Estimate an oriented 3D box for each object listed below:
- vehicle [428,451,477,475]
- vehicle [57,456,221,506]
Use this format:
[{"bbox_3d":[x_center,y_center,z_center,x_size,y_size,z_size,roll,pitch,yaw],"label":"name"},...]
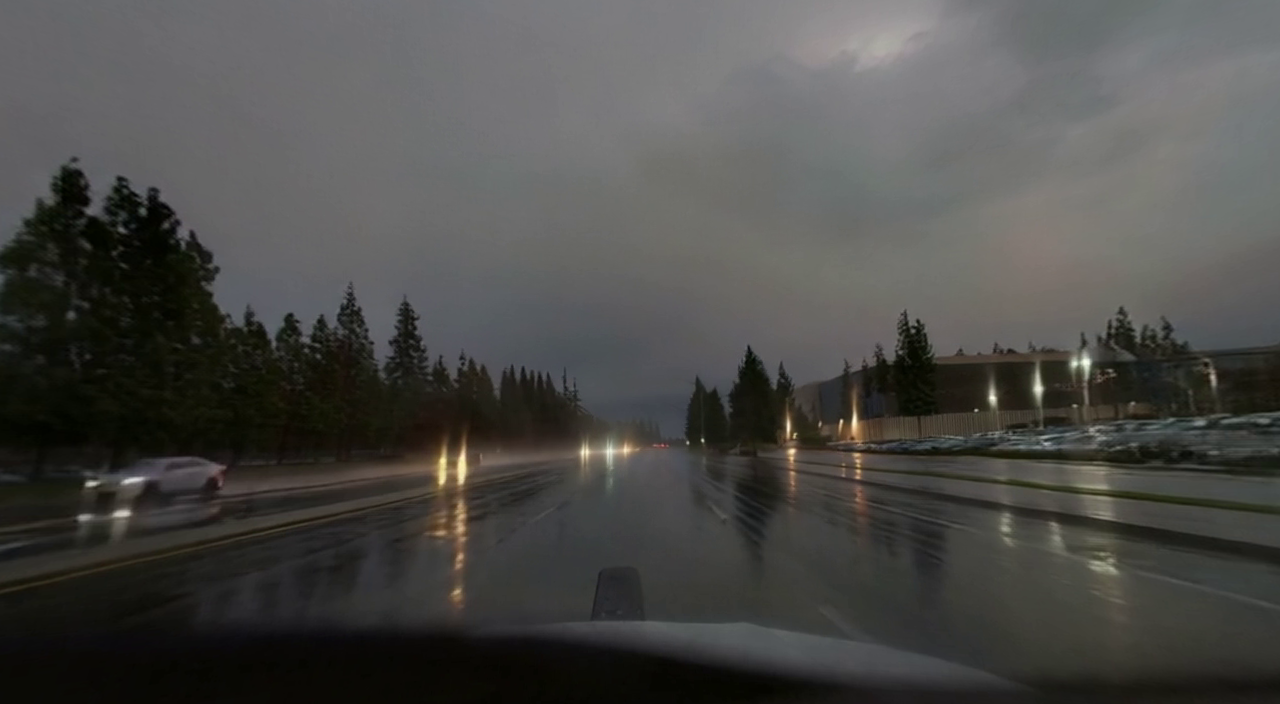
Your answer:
[{"bbox_3d":[-12.934,7.678,43.933,1.863,1.456,4.579,0,-8,2],"label":"vehicle"},{"bbox_3d":[-17.438,4.488,22.379,1.907,1.483,4.643,0,-8,2],"label":"vehicle"}]
